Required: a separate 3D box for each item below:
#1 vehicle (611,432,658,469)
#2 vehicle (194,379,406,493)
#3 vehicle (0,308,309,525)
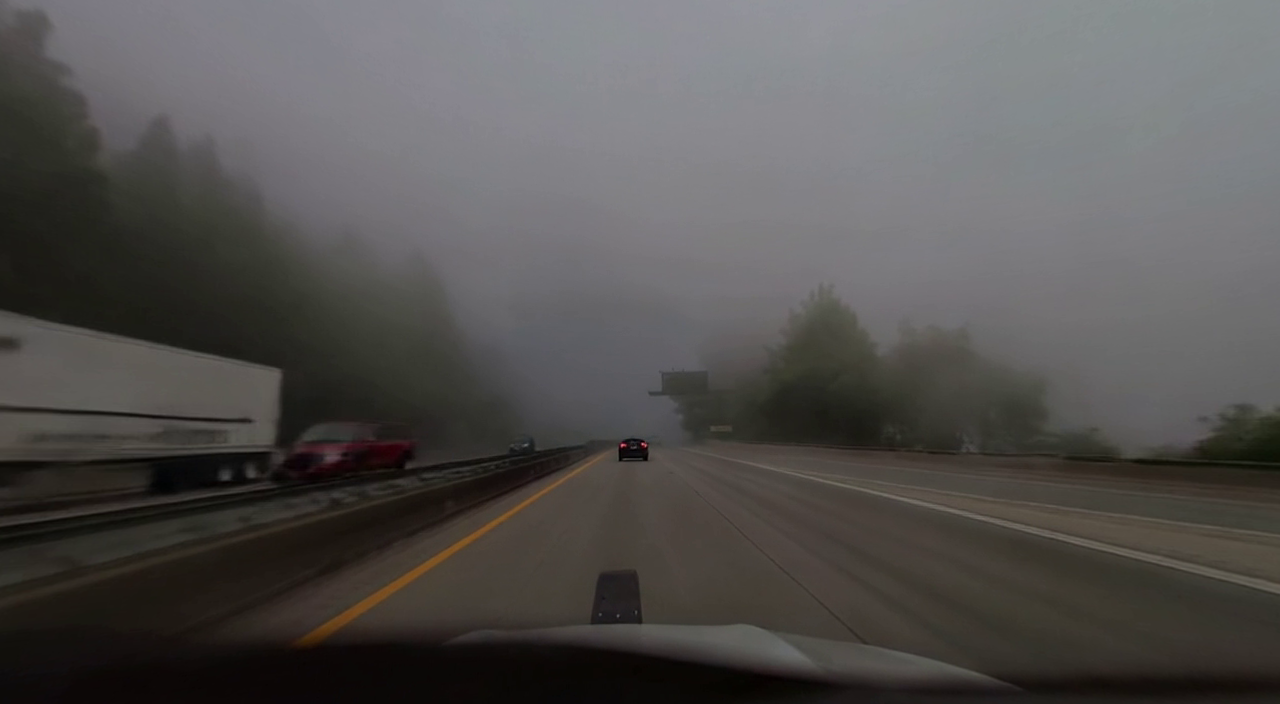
[{"bbox_3d":[-0.261,4.224,27.305,1.897,1.479,3.724,0,-8,-2],"label":"vehicle"},{"bbox_3d":[-9.337,2.447,18.414,2.242,2.681,7.197,0,-8,-1],"label":"vehicle"},{"bbox_3d":[-13.709,1.825,16.395,2.851,4.097,13.944,0,-8,-1],"label":"vehicle"}]
